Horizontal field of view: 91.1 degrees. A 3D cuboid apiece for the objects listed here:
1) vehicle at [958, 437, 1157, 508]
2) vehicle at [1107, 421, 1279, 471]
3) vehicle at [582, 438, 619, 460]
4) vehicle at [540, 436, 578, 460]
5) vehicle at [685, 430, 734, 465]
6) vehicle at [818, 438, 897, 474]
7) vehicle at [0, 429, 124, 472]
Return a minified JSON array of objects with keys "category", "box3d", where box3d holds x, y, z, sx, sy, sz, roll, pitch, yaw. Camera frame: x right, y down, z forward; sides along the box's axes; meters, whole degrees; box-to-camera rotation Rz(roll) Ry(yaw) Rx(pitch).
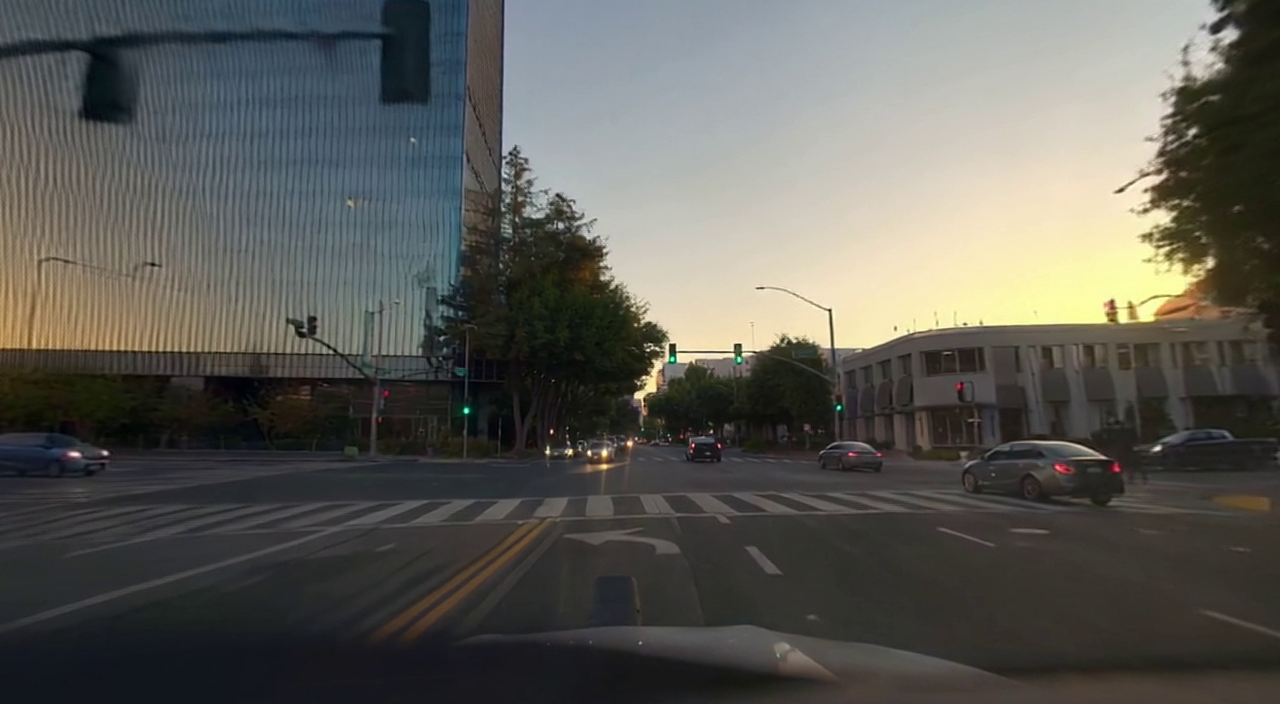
[{"category":"vehicle","box3d":[9.877,2.857,15.376,1.896,1.463,4.296,0,-9,0]},{"category":"vehicle","box3d":[23.996,4.026,26.748,6.170,1.978,2.399,0,-10,0]},{"category":"vehicle","box3d":[-2.688,6.820,44.074,2.147,1.481,4.331,0,-9,2]},{"category":"vehicle","box3d":[-6.039,7.268,47.438,2.182,1.677,4.384,0,-9,2]},{"category":"vehicle","box3d":[3.713,5.237,34.392,2.203,1.801,4.331,0,-9,0]},{"category":"vehicle","box3d":[9.496,4.573,27.793,1.860,1.460,4.379,0,-9,-1]},{"category":"vehicle","box3d":[-22.945,3.745,23.868,4.856,1.528,2.053,-1,-9,1]}]
